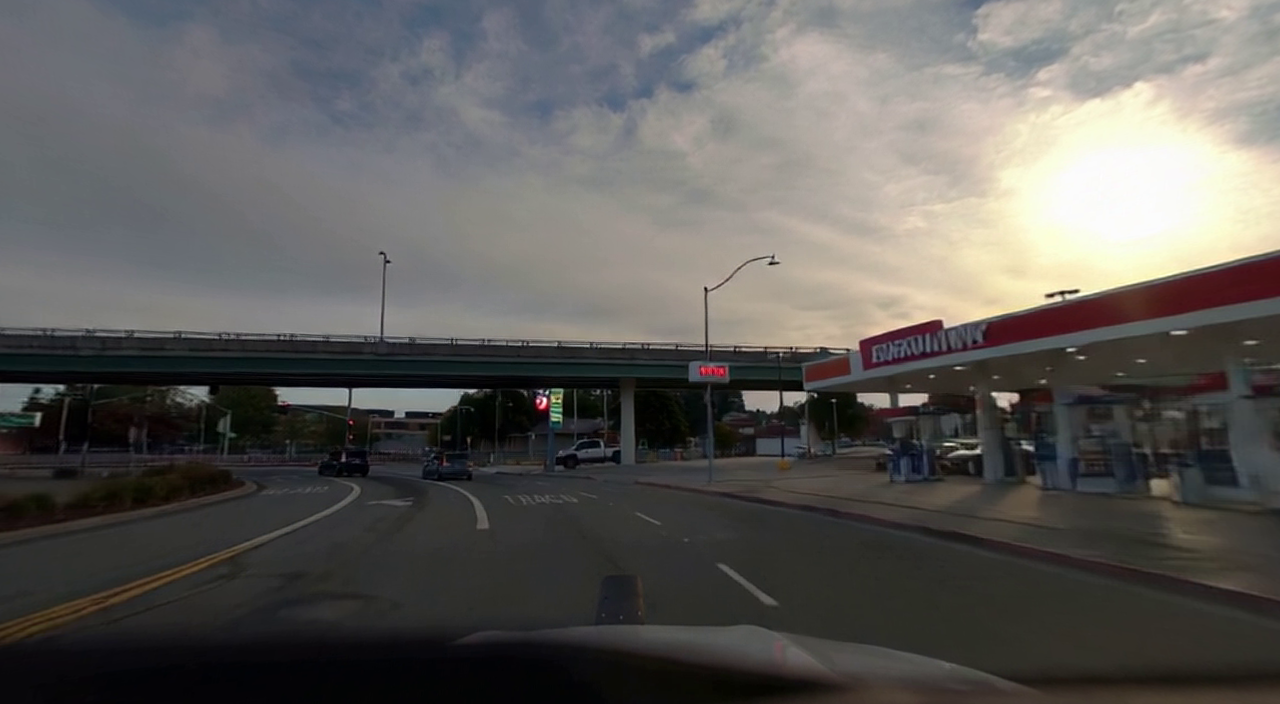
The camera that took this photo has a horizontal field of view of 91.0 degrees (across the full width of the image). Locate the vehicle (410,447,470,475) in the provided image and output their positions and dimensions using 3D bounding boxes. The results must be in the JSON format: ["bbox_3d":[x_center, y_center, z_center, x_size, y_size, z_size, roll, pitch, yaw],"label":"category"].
[{"bbox_3d":[-14.251,7.731,44.754,2.202,1.822,4.826,8,-12,-40],"label":"vehicle"}]

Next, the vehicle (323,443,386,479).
[{"bbox_3d":[-17.386,6.554,38.215,2.254,2.006,4.766,8,-11,-38],"label":"vehicle"}]
